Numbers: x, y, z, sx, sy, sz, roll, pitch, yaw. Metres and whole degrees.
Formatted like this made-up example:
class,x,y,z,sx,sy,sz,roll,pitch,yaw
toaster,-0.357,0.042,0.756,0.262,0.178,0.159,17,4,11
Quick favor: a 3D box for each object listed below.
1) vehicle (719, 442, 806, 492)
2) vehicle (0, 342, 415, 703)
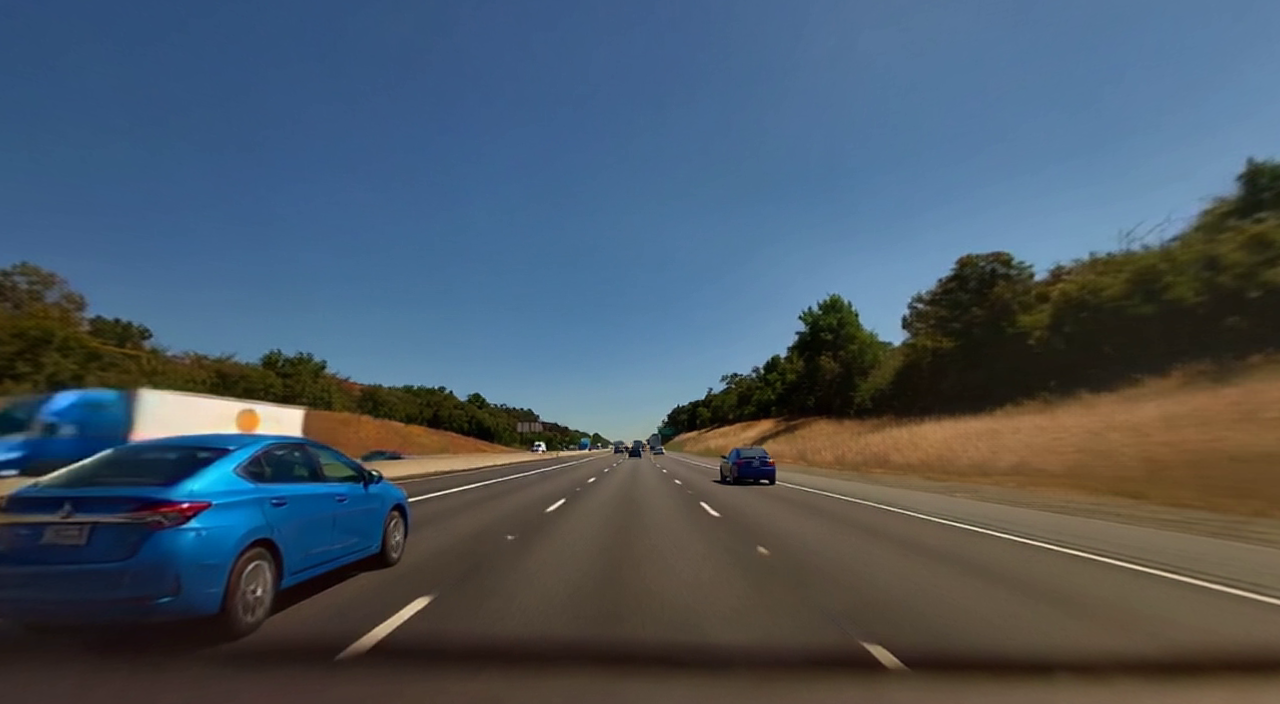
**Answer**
class,x,y,z,sx,sy,sz,roll,pitch,yaw
vehicle,3.901,3.729,20.766,1.967,1.472,3.751,0,-9,-2
vehicle,-3.296,1.082,3.760,2.277,1.695,4.475,0,-9,-1
